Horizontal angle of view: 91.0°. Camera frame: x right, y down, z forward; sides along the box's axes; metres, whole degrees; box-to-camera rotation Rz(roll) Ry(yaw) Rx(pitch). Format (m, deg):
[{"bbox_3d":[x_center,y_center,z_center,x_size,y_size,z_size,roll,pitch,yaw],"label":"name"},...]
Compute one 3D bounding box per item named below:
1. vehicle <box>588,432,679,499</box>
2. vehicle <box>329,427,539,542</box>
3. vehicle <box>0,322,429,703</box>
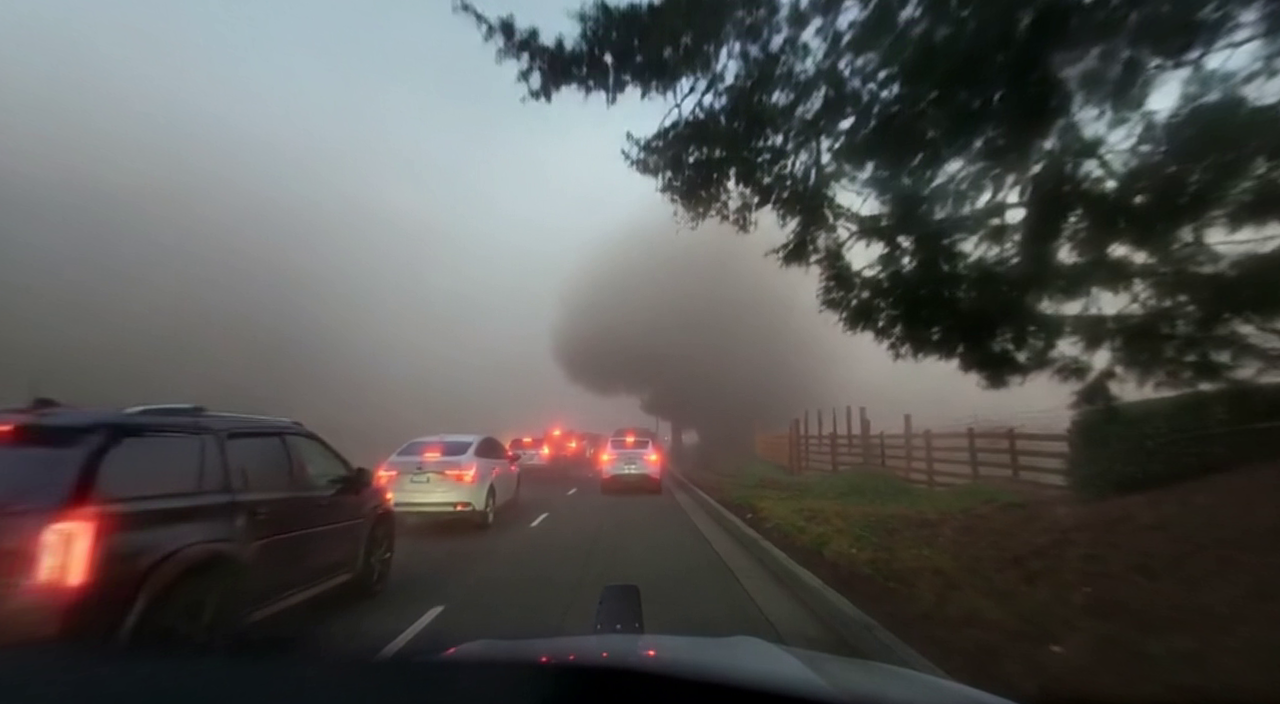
[{"bbox_3d":[-0.138,2.773,15.742,1.995,1.460,3.865,0,-8,0],"label":"vehicle"},{"bbox_3d":[-3.155,2.130,10.842,1.980,1.520,4.636,0,-8,1],"label":"vehicle"},{"bbox_3d":[-3.090,1.052,3.931,1.999,1.727,4.340,0,-8,0],"label":"vehicle"}]
